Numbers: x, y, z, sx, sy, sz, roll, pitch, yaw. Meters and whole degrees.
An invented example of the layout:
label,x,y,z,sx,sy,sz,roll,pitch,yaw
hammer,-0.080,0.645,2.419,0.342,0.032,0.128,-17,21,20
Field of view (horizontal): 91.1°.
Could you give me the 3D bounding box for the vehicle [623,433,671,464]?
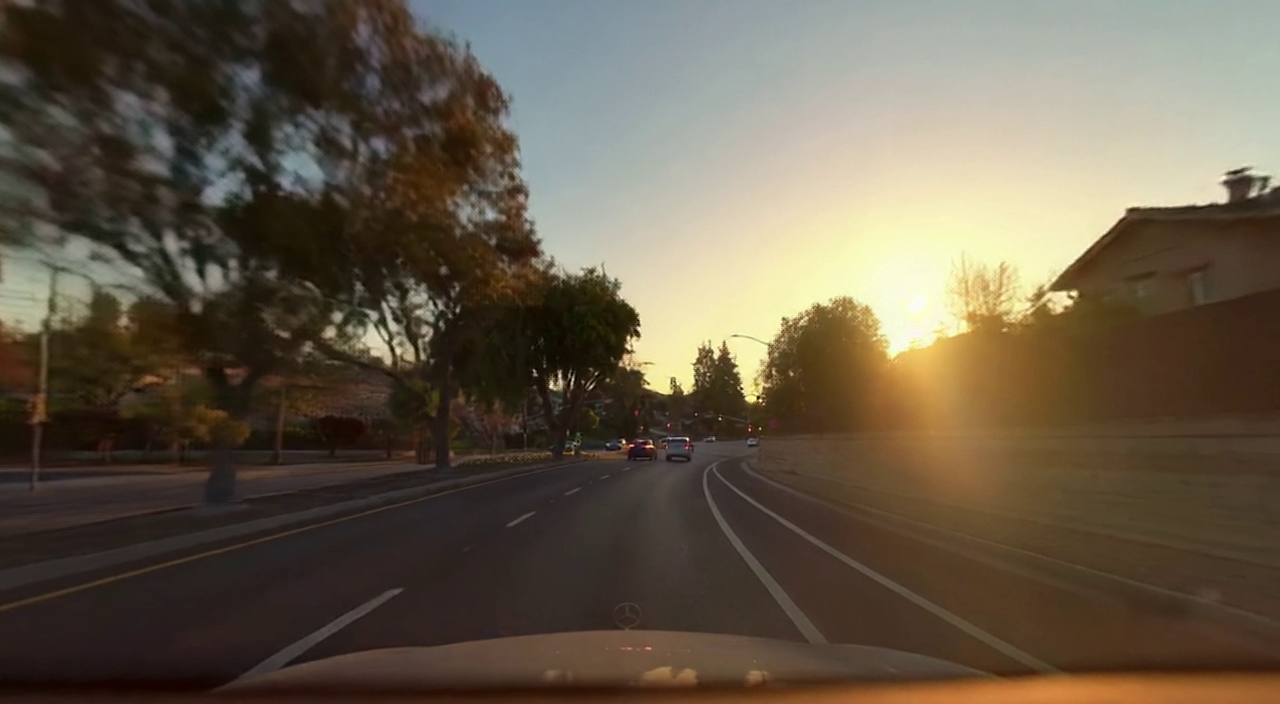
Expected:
label,x,y,z,sx,sy,sz,roll,pitch,yaw
vehicle,0.497,5.957,38.822,2.152,1.822,4.391,-2,-9,11
